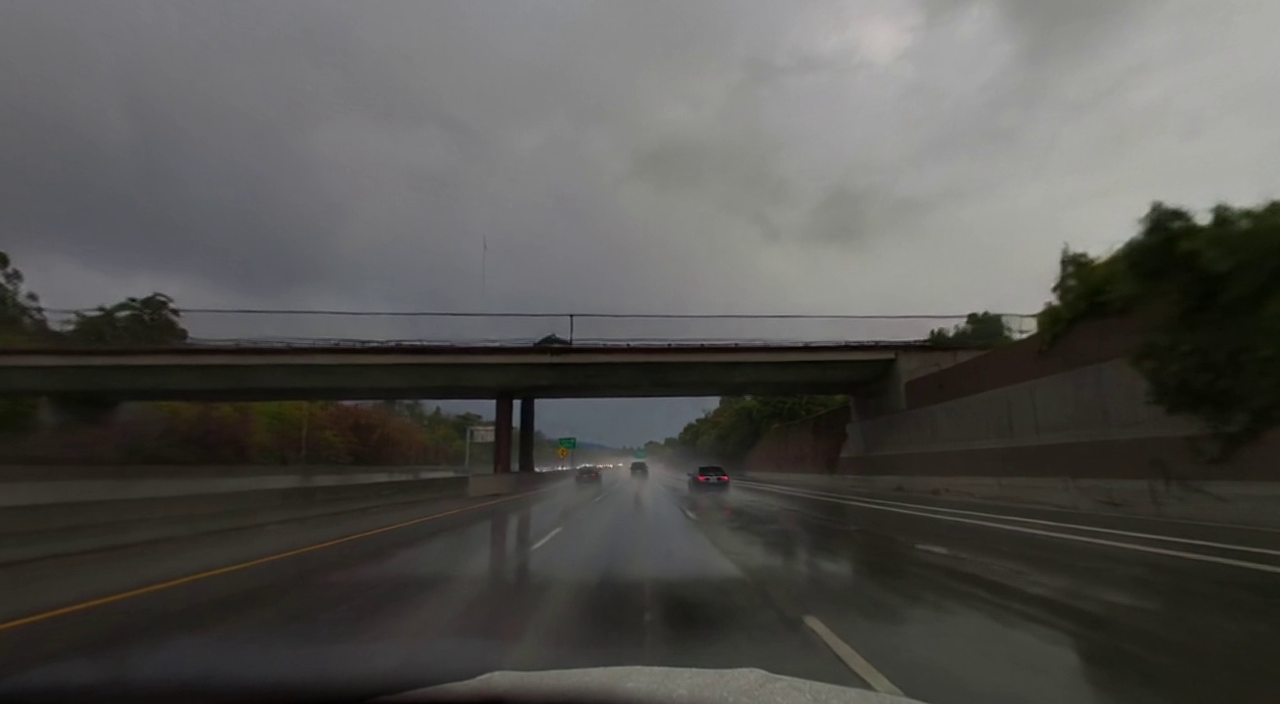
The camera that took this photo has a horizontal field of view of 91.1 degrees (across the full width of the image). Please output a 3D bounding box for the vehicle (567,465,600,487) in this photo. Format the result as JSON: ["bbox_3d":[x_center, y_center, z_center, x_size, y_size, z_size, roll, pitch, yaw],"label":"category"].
[{"bbox_3d":[-3.980,8.808,44.724,1.975,1.486,3.903,1,-10,0],"label":"vehicle"}]

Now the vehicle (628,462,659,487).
[{"bbox_3d":[0.227,9.148,46.955,2.181,1.698,4.056,1,-10,0],"label":"vehicle"}]

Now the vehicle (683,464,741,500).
[{"bbox_3d":[3.288,6.050,29.553,2.092,1.518,4.348,1,-10,-2],"label":"vehicle"}]
